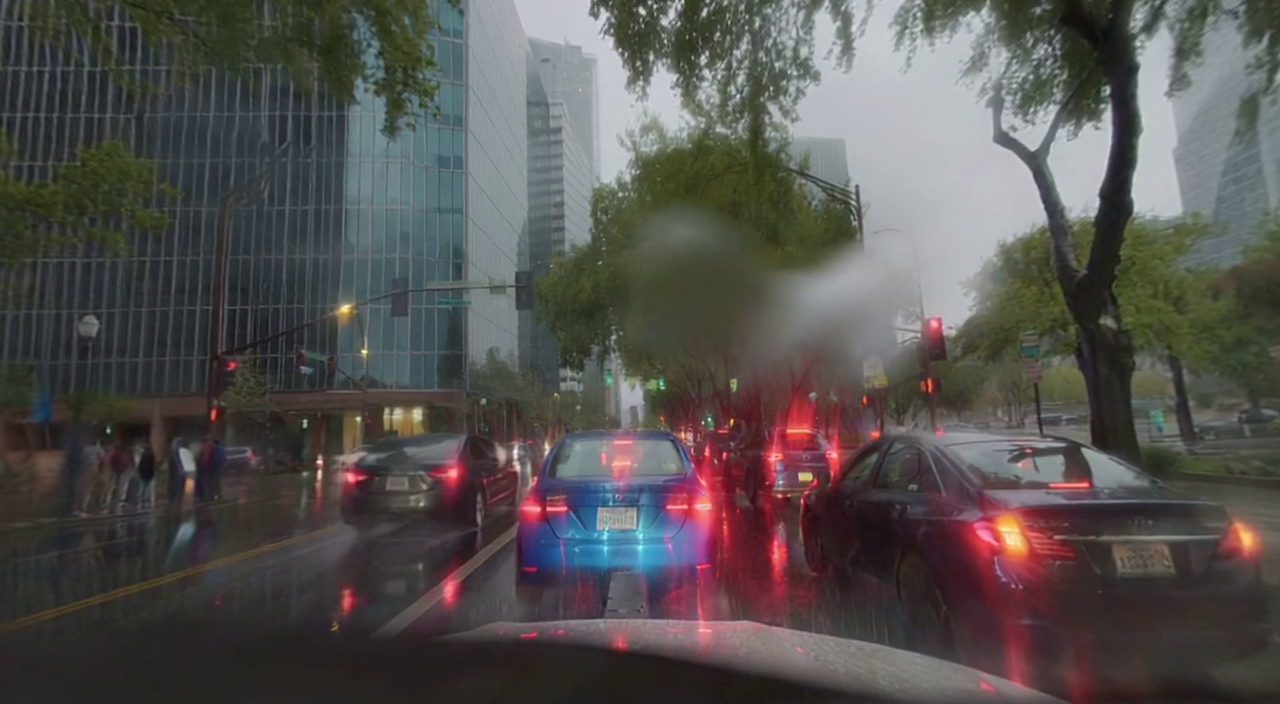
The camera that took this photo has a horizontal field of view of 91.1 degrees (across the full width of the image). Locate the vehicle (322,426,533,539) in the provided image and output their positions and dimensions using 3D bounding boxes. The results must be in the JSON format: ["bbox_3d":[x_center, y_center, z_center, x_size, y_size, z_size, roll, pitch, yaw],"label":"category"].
[{"bbox_3d":[-3.254,2.082,10.701,2.068,1.513,4.221,0,-8,1],"label":"vehicle"}]

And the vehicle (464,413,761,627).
[{"bbox_3d":[-0.262,1.477,6.504,2.072,1.476,4.078,0,-8,-2],"label":"vehicle"}]

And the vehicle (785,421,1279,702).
[{"bbox_3d":[2.754,1.411,5.459,1.952,1.464,4.165,0,-8,-1],"label":"vehicle"}]

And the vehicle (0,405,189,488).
[{"bbox_3d":[-26.499,4.344,29.054,8.989,3.623,2.884,0,-8,2],"label":"vehicle"}]
